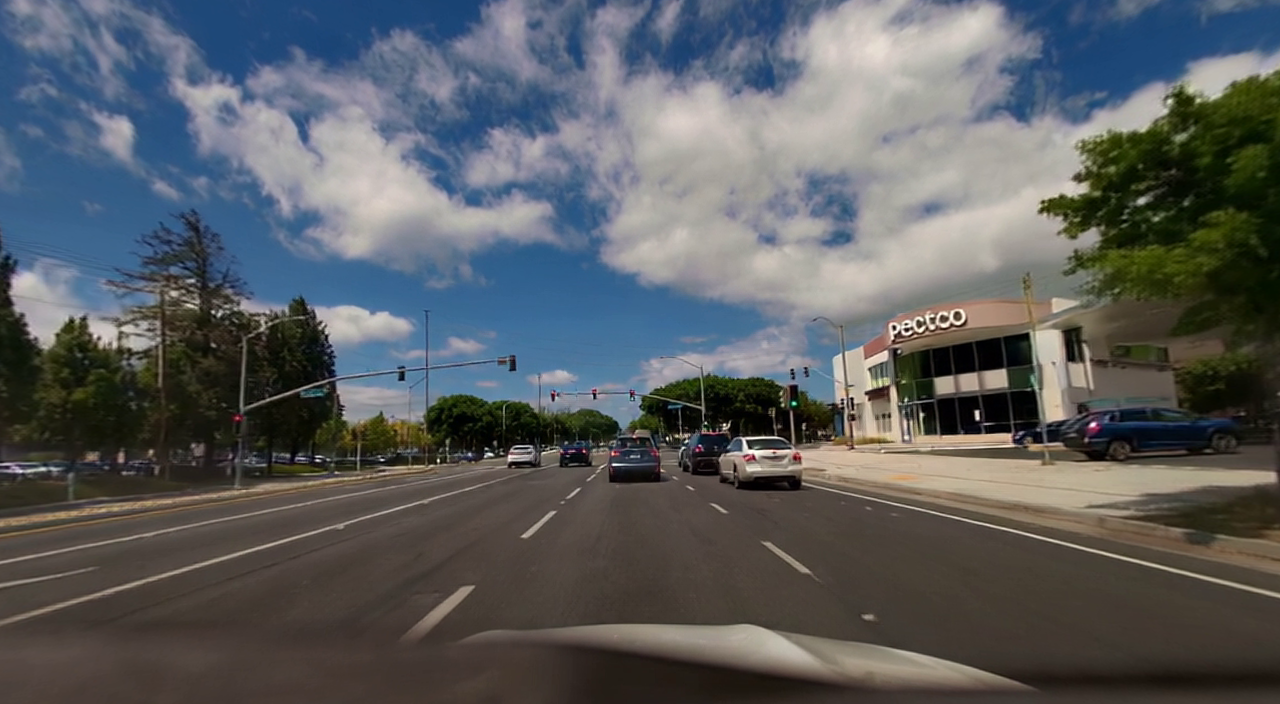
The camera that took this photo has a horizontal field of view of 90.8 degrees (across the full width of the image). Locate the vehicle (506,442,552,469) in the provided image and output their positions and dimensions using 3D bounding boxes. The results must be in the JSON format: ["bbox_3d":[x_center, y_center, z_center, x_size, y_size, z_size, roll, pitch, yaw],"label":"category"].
[{"bbox_3d":[-6.673,6.266,38.440,1.954,1.473,4.350,0,-9,1],"label":"vehicle"}]

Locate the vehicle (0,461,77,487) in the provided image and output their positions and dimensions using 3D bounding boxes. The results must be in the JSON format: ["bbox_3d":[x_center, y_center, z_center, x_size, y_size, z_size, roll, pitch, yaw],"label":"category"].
[{"bbox_3d":[-38.946,7.786,40.491,1.801,1.434,4.245,0,-9,0],"label":"vehicle"}]

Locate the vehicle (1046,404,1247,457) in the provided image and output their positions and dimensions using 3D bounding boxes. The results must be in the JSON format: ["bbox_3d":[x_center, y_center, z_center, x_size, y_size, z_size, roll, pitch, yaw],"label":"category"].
[{"bbox_3d":[15.381,2.437,19.412,4.344,1.512,1.936,-1,-9,4],"label":"vehicle"}]

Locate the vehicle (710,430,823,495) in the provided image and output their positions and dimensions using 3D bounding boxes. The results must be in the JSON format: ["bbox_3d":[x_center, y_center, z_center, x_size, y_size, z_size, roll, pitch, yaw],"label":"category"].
[{"bbox_3d":[3.533,3.208,18.693,2.198,1.660,4.512,0,-9,-3],"label":"vehicle"}]

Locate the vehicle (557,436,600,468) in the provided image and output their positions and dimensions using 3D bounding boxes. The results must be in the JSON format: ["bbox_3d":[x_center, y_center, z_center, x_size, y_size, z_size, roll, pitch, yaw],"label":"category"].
[{"bbox_3d":[-3.612,5.969,37.770,2.106,1.778,4.444,0,-9,0],"label":"vehicle"}]

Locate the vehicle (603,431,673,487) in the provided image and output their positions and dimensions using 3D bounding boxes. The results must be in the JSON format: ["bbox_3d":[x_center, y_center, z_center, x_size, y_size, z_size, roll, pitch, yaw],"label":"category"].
[{"bbox_3d":[-0.140,3.589,21.375,2.146,1.685,4.003,0,-9,-2],"label":"vehicle"}]
